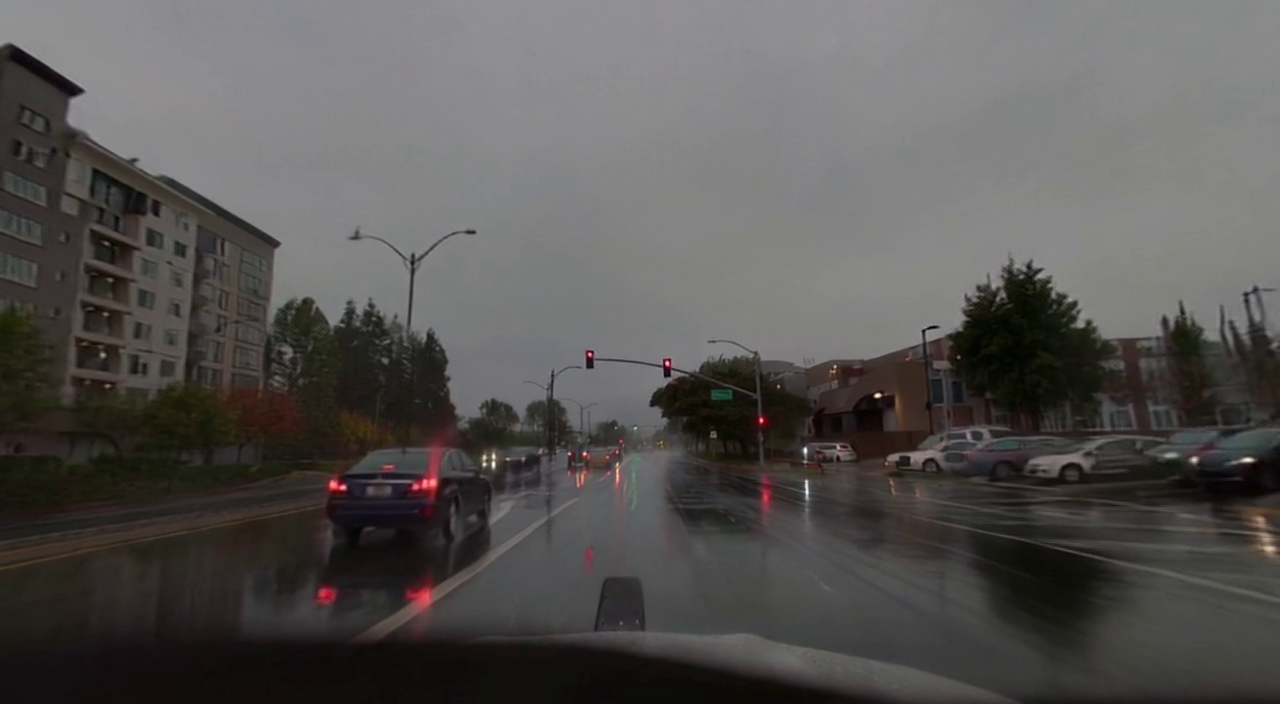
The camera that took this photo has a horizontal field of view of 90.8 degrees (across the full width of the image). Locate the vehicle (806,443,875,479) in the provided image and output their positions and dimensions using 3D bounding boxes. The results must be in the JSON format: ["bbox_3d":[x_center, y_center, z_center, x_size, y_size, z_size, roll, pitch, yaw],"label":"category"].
[{"bbox_3d":[10.090,5.510,32.169,1.992,1.664,4.246,0,-9,-2],"label":"vehicle"}]

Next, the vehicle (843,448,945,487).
[{"bbox_3d":[10.125,4.609,25.653,2.045,1.418,4.869,0,-9,-1],"label":"vehicle"}]

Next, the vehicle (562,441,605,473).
[{"bbox_3d":[-3.483,6.580,39.775,2.220,1.888,4.904,0,-9,1],"label":"vehicle"}]

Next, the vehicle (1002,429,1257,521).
[{"bbox_3d":[10.273,2.597,13.855,1.975,1.677,4.400,0,-9,-1],"label":"vehicle"}]

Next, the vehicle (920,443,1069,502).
[{"bbox_3d":[10.583,3.600,19.319,1.853,1.548,4.340,0,-9,-3],"label":"vehicle"}]

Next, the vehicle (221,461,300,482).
[{"bbox_3d":[-27.952,8.792,46.647,4.658,1.478,1.968,-1,-9,6],"label":"vehicle"}]

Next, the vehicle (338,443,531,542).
[{"bbox_3d":[-3.465,2.448,11.724,2.144,1.447,4.421,0,-9,-1],"label":"vehicle"}]
